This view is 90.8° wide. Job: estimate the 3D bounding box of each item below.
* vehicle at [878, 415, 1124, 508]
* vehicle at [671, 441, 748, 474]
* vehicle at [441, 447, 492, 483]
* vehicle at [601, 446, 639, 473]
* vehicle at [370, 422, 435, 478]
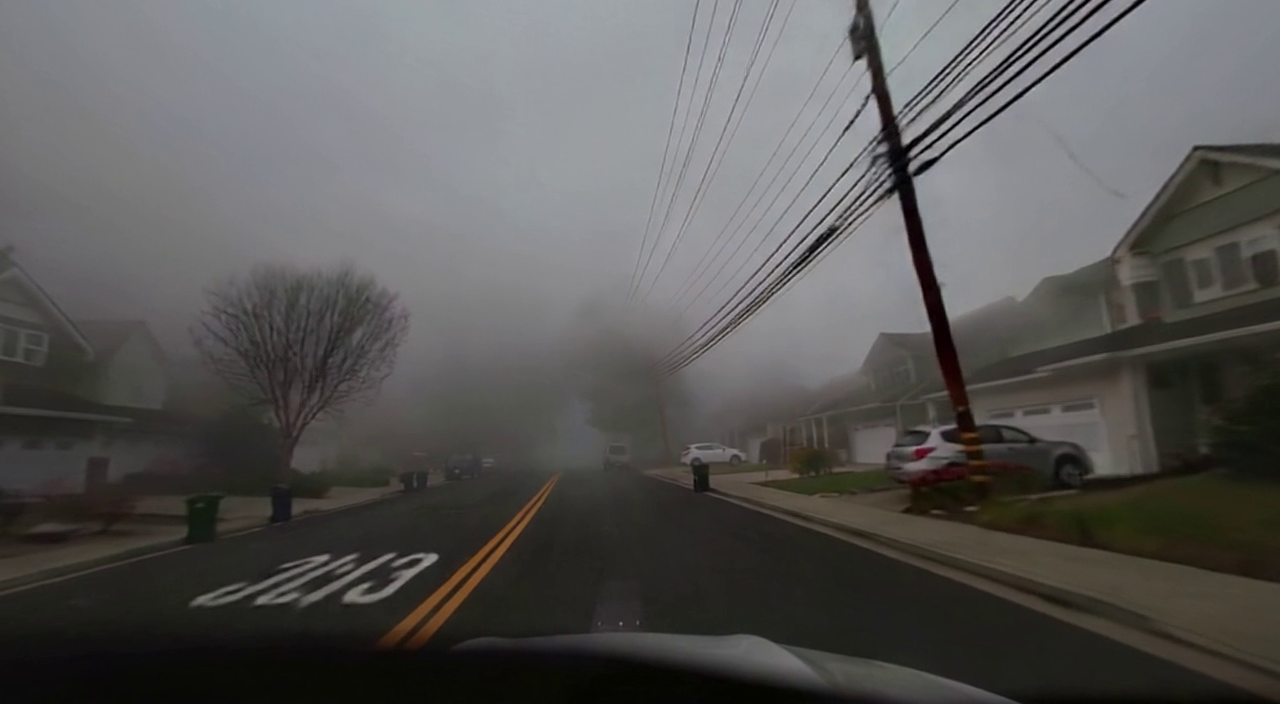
[{"bbox_3d":[8.049,2.459,14.395,4.337,1.768,1.962,-2,-9,-5],"label":"vehicle"},{"bbox_3d":[4.453,6.830,40.917,4.489,1.812,2.056,0,-14,-10],"label":"vehicle"},{"bbox_3d":[-9.729,6.445,35.803,2.046,1.777,4.473,-2,-12,-6],"label":"vehicle"},{"bbox_3d":[-1.653,8.429,49.830,2.203,1.952,5.111,2,-9,-11],"label":"vehicle"},{"bbox_3d":[-15.237,6.376,41.085,2.781,3.221,7.995,2,-9,-13],"label":"vehicle"}]
